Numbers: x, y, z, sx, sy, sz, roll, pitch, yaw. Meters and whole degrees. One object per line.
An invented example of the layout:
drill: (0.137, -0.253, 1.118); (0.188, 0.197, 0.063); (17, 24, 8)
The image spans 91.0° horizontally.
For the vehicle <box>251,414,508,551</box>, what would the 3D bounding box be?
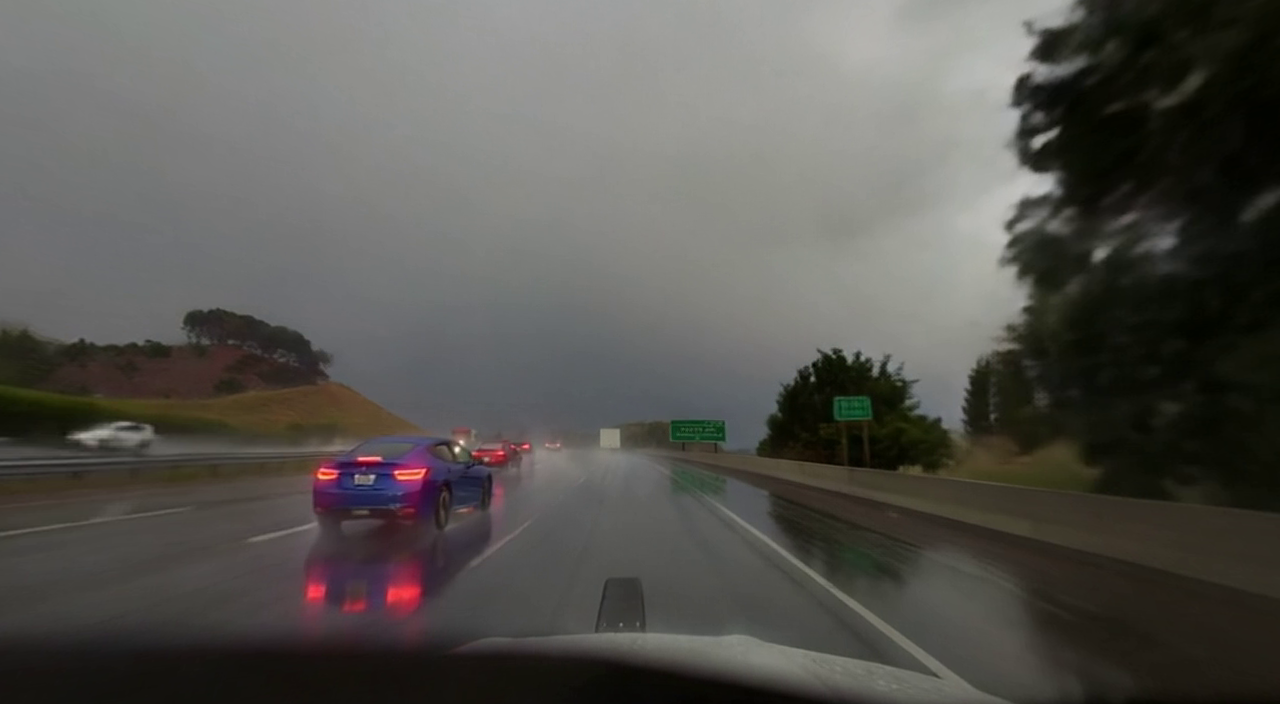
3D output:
vehicle: (-3.770, 1.999, 10.313); (2.180, 1.685, 4.668); (1, -9, 0)
